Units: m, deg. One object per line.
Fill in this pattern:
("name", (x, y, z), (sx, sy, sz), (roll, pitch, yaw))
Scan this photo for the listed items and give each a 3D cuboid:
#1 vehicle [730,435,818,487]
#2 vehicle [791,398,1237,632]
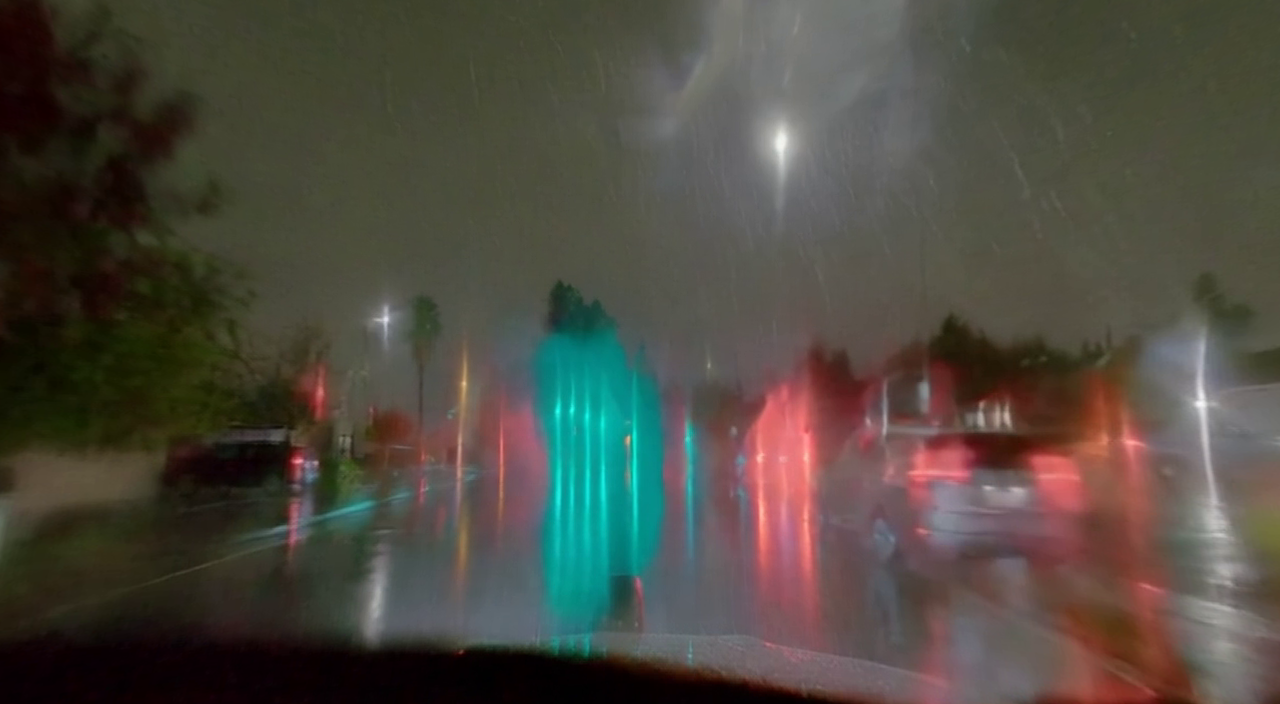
("vehicle", (4.259, 3.531, 20.879), (2.065, 1.478, 4.828), (-1, -8, 3))
("vehicle", (3.123, 1.459, 6.696), (2.037, 1.595, 4.536), (-1, -8, 2))
